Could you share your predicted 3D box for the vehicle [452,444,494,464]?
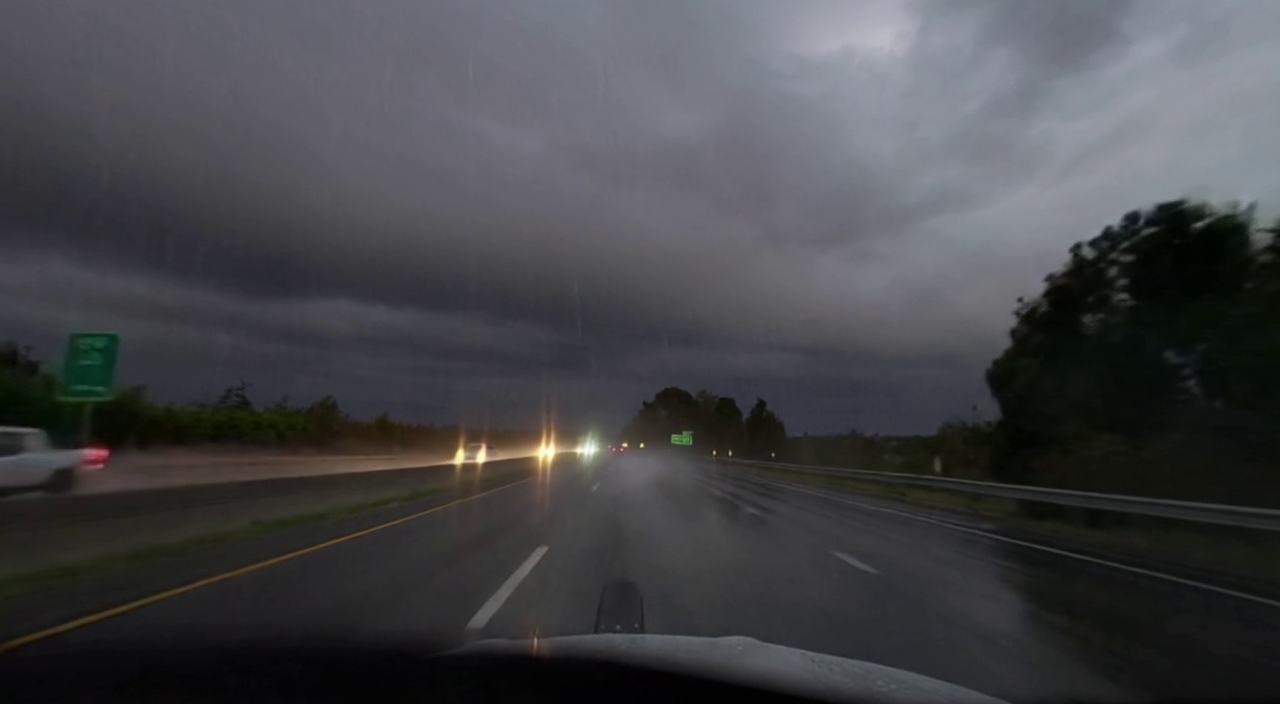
[{"bbox_3d":[-12.893,7.927,48.860,2.027,1.452,4.580,0,-9,-1],"label":"vehicle"}]
